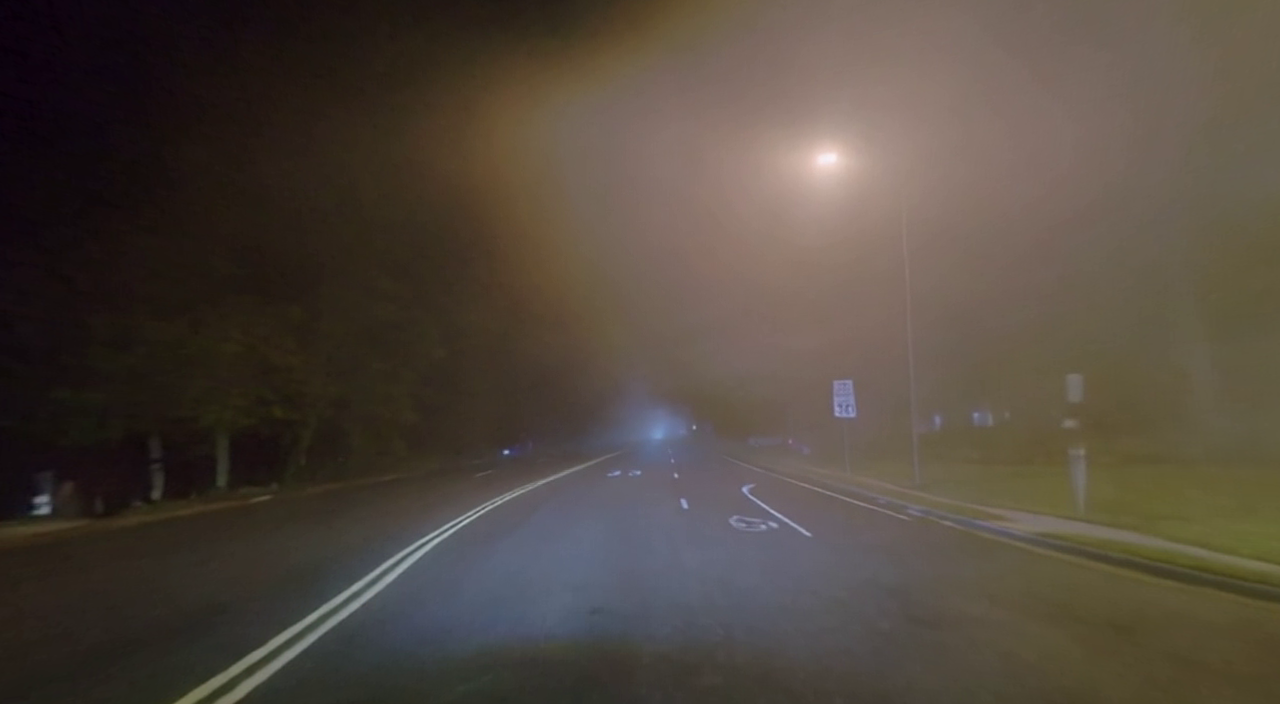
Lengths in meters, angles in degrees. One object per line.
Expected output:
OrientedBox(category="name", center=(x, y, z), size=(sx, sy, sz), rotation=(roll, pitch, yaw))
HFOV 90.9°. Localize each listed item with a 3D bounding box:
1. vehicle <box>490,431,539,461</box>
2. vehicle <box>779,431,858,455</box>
OrientedBox(category="vehicle", center=(-8.176, 6.149, 41.449), size=(2.142, 1.723, 4.275), rotation=(-3, -7, 2))
OrientedBox(category="vehicle", center=(11.345, 5.814, 40.290), size=(4.460, 1.456, 1.804), rotation=(-1, -8, 3))
